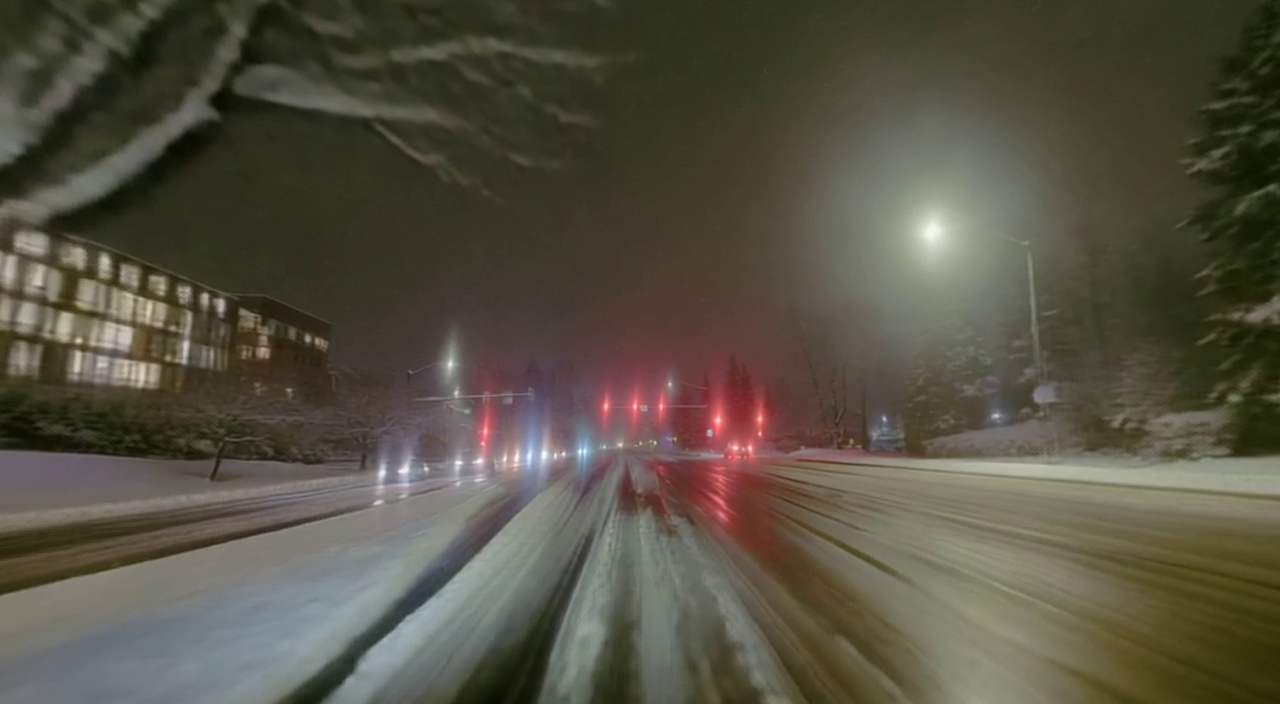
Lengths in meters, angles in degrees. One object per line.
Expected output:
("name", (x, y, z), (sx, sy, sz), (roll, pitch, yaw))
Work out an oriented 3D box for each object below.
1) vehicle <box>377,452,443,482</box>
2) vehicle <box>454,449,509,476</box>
("vehicle", (-12.735, 6.395, 35.340), (1.973, 1.485, 4.616), (0, -9, 0))
("vehicle", (-9.259, 6.500, 37.352), (2.140, 1.460, 4.449), (0, -9, 0))
